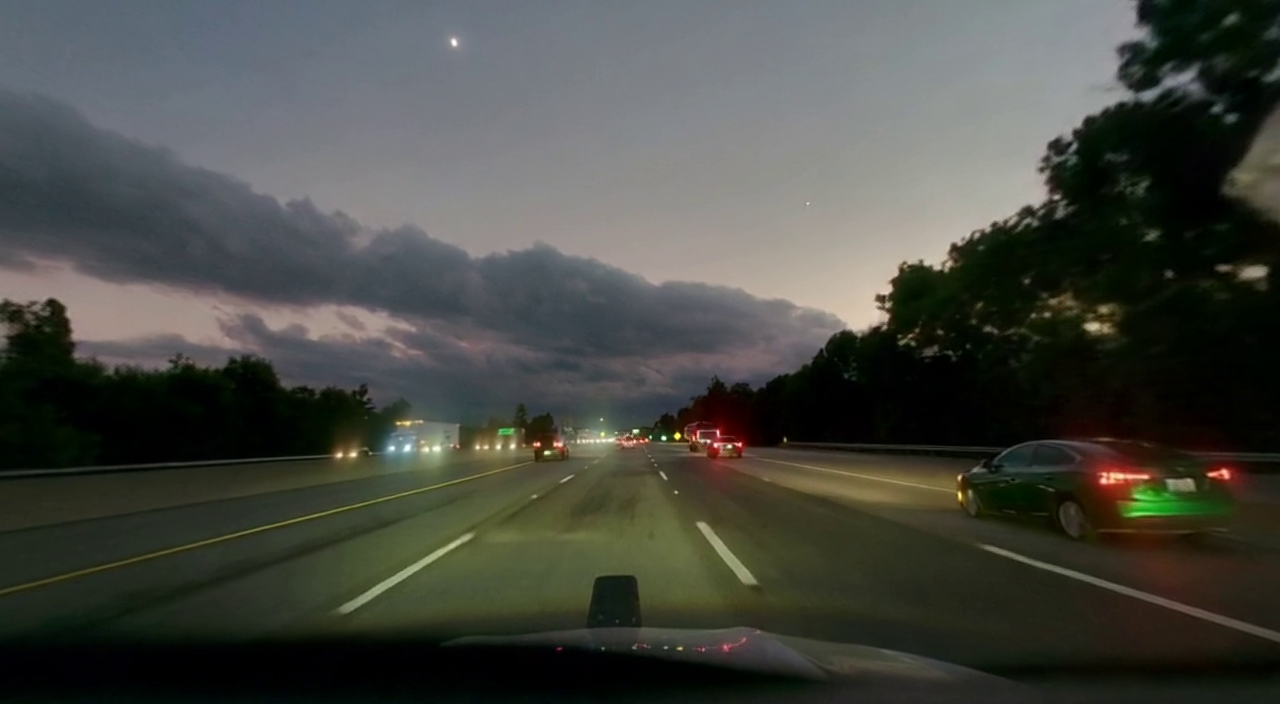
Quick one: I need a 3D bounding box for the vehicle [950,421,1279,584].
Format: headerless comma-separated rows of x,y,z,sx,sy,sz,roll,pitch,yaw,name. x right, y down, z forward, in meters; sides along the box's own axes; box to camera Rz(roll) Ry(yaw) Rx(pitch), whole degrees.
6.054,1.667,7.980,2.028,1.488,4.236,0,-8,-1,vehicle

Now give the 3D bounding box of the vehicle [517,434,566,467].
-4.991,5.026,32.471,1.966,1.570,3.859,0,-8,-1,vehicle

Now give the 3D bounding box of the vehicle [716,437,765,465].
5.463,5.402,34.696,1.920,1.436,3.890,0,-8,-2,vehicle
